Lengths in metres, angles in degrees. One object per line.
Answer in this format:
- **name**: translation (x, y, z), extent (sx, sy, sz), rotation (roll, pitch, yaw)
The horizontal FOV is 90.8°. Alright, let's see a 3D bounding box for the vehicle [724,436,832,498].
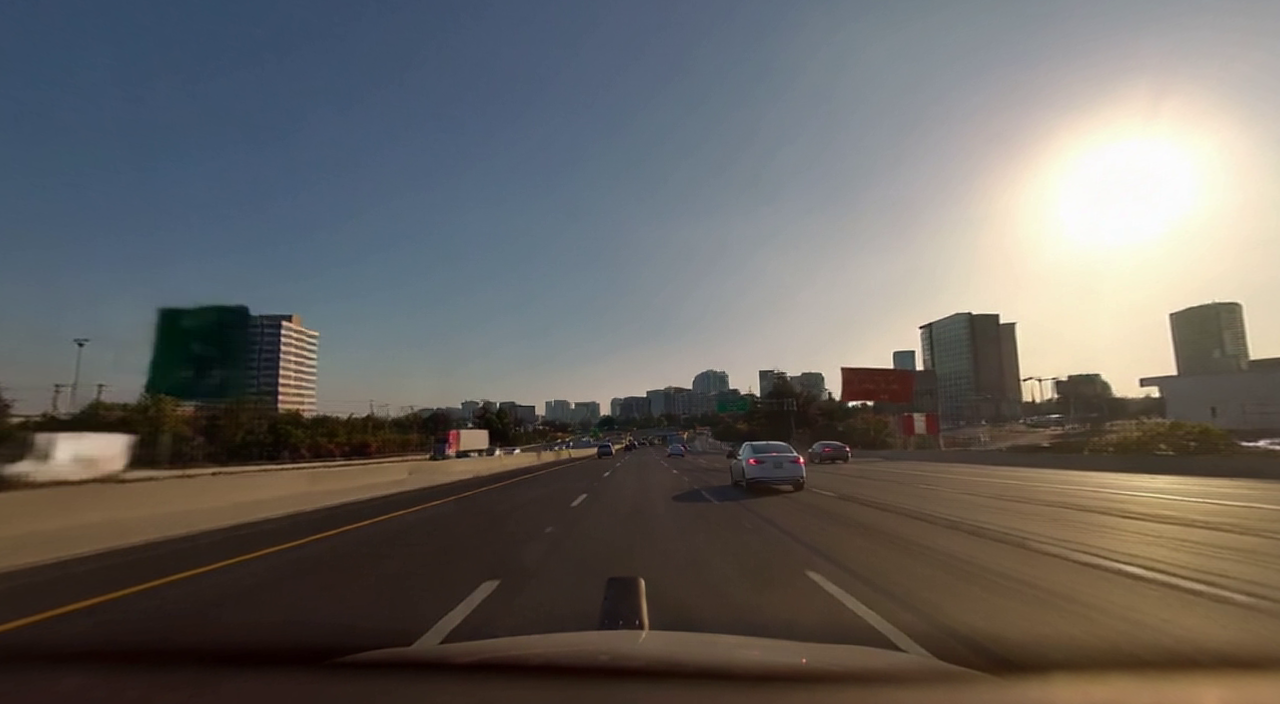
- **vehicle**: translation (3.641, 3.112, 17.491), extent (1.961, 1.504, 4.094), rotation (0, -8, -1)

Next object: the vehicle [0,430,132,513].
- **vehicle**: translation (-21.999, 4.208, 22.713), extent (2.474, 2.645, 5.819), rotation (0, -8, 0)

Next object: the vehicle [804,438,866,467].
- **vehicle**: translation (10.834, 5.621, 35.424), extent (2.019, 1.529, 4.385), rotation (0, -8, -1)
